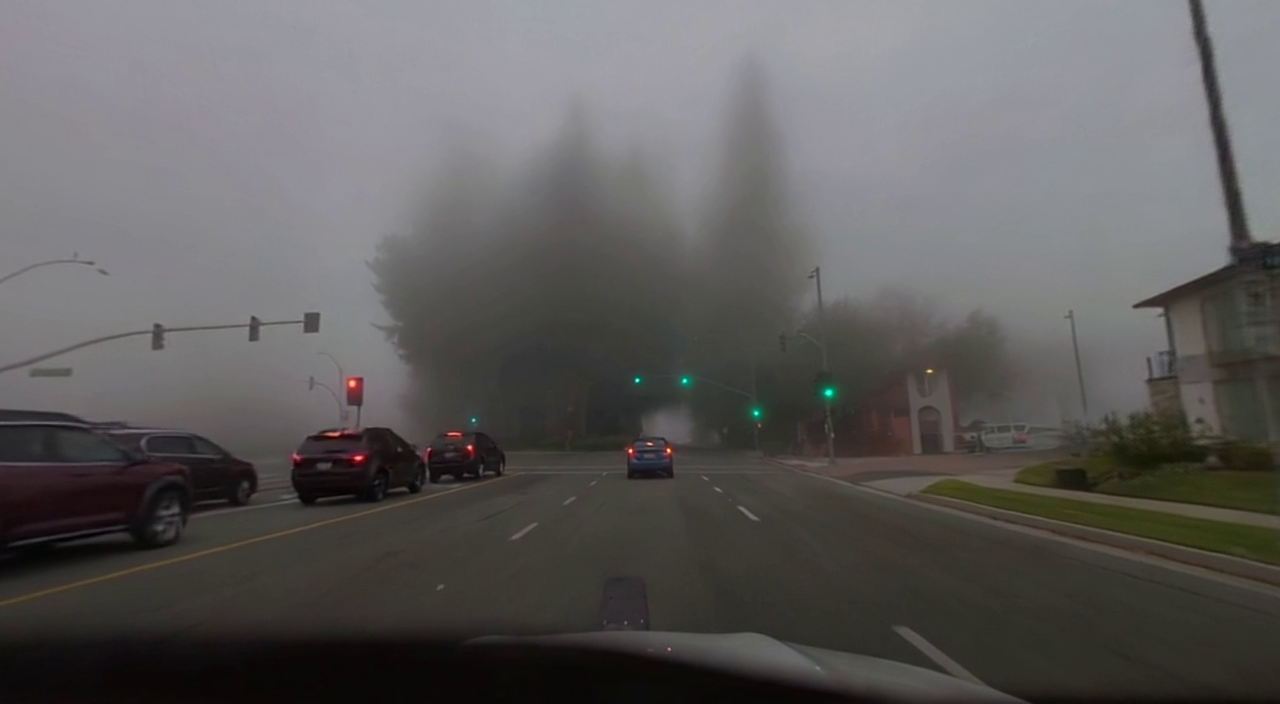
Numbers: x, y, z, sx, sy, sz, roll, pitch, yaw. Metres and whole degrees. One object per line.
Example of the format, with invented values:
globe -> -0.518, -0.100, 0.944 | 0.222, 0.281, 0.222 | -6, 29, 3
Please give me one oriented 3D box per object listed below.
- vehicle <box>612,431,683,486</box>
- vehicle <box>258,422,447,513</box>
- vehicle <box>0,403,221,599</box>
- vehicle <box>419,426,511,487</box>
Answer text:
vehicle -> 0.291, 3.593, 21.504 | 2.197, 1.682, 3.642 | 0, -9, 2
vehicle -> -6.712, 2.754, 15.547 | 2.111, 1.864, 4.932 | -1, -9, 3
vehicle -> -6.944, 1.460, 6.318 | 1.951, 1.809, 4.917 | 0, -9, 2
vehicle -> -6.543, 3.987, 24.275 | 2.316, 2.014, 5.215 | -1, -9, -4
